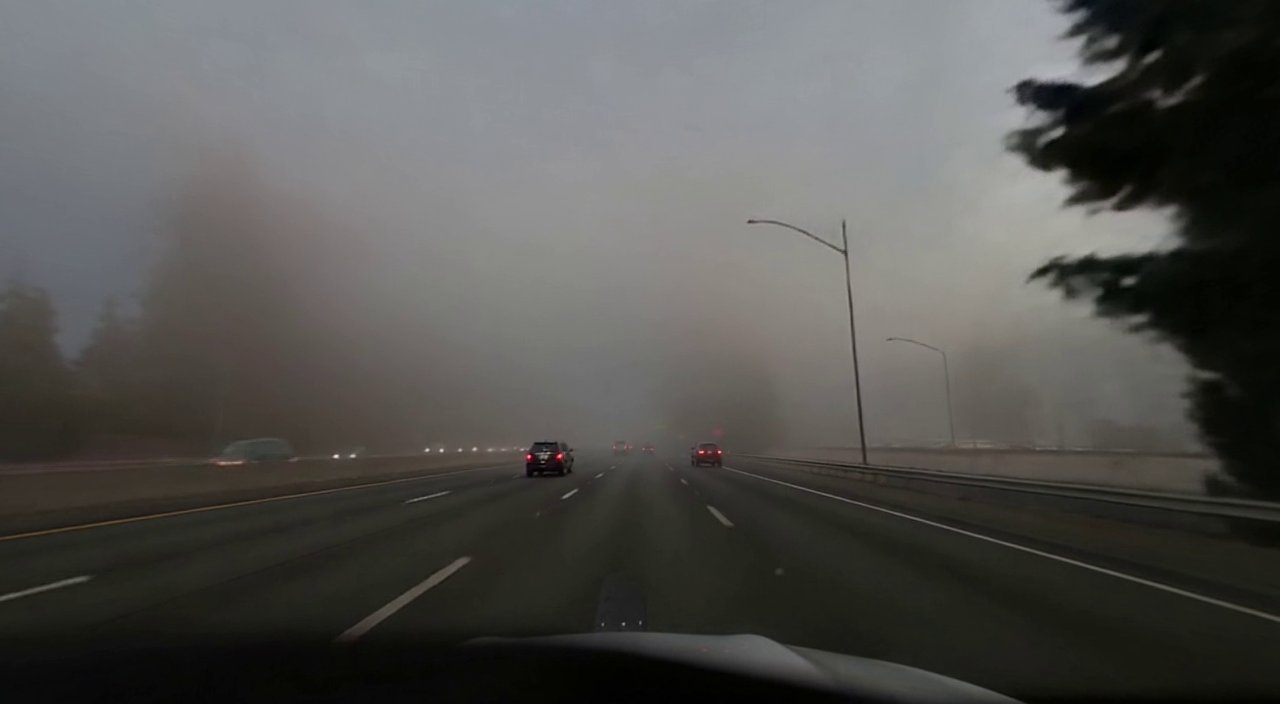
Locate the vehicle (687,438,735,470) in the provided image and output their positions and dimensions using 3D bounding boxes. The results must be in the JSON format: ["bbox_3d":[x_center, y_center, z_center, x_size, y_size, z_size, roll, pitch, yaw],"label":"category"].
[{"bbox_3d":[4.039,5.860,36.467,2.229,1.704,4.392,0,-8,0],"label":"vehicle"}]

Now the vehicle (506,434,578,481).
[{"bbox_3d":[-3.889,4.305,25.927,2.196,1.733,4.355,0,-8,1],"label":"vehicle"}]

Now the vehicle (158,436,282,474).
[{"bbox_3d":[-20.977,5.160,31.927,2.254,1.745,5.708,0,-8,1],"label":"vehicle"}]

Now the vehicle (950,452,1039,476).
[{"bbox_3d":[22.900,7.235,40.834,4.578,1.468,2.021,0,-8,-4],"label":"vehicle"}]
